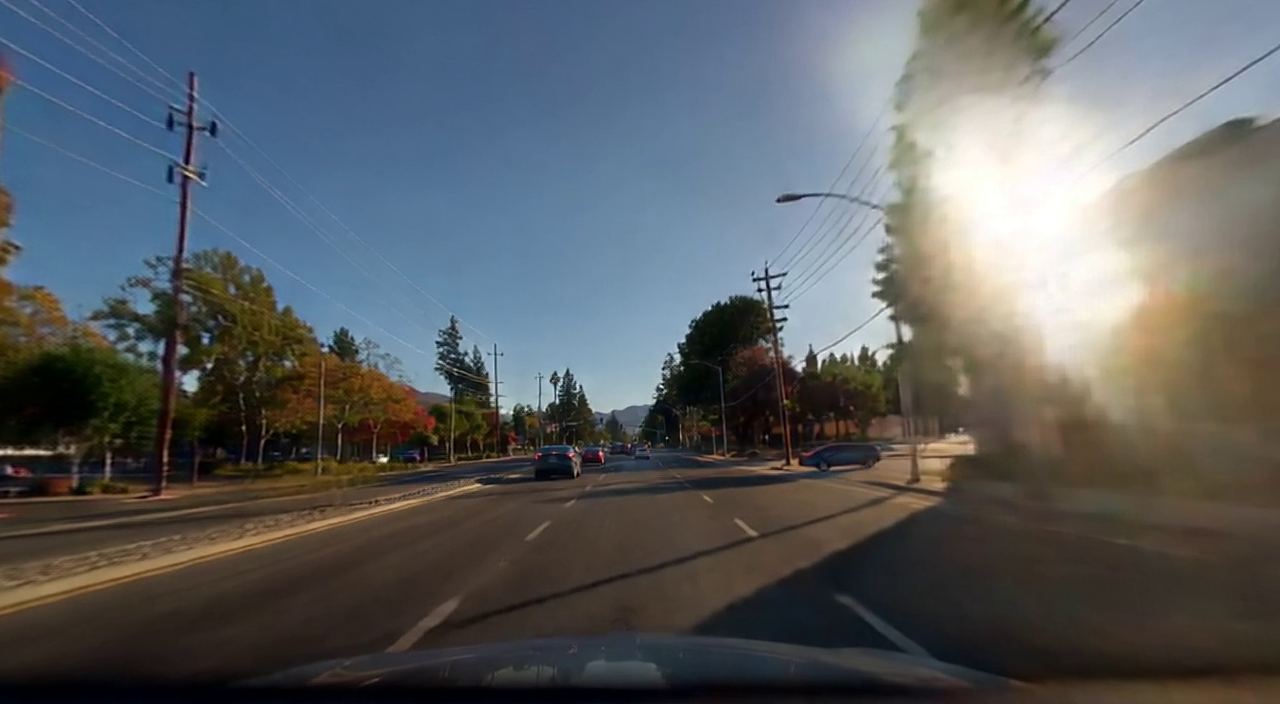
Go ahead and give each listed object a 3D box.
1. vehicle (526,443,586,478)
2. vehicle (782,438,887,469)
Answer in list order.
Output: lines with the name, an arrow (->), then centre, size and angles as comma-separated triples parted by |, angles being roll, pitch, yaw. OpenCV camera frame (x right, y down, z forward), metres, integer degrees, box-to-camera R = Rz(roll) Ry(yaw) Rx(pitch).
vehicle -> -3.642, 4.801, 28.180 | 2.076, 1.444, 4.328 | 0, -9, 0
vehicle -> 10.357, 5.427, 33.715 | 4.885, 1.576, 2.024 | 1, -9, -6
